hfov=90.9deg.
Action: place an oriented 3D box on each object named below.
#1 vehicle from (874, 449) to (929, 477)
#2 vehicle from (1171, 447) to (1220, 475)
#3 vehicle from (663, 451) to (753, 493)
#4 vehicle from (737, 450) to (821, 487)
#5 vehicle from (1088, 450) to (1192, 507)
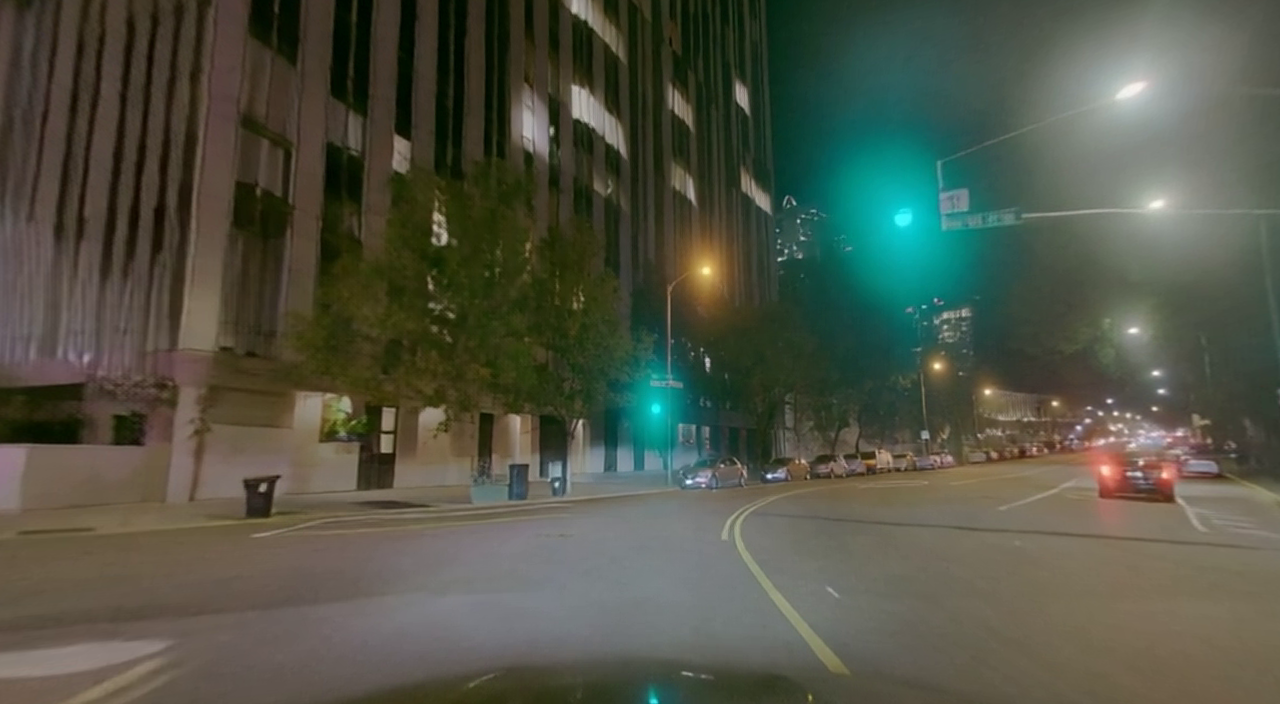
[{"bbox_3d":[15.456,6.500,37.135,1.852,1.465,4.092,-7,-11,38],"label":"vehicle"},{"bbox_3d":[37.996,7.425,43.219,2.189,1.753,4.376,-7,-11,38],"label":"vehicle"},{"bbox_3d":[3.050,5.183,27.653,1.922,1.628,4.291,-7,-11,38],"label":"vehicle"},{"bbox_3d":[7.140,5.839,31.983,2.179,1.658,4.765,-7,-11,39],"label":"vehicle"},{"bbox_3d":[15.266,3.808,19.500,2.148,1.488,4.508,-6,-10,35],"label":"vehicle"}]
